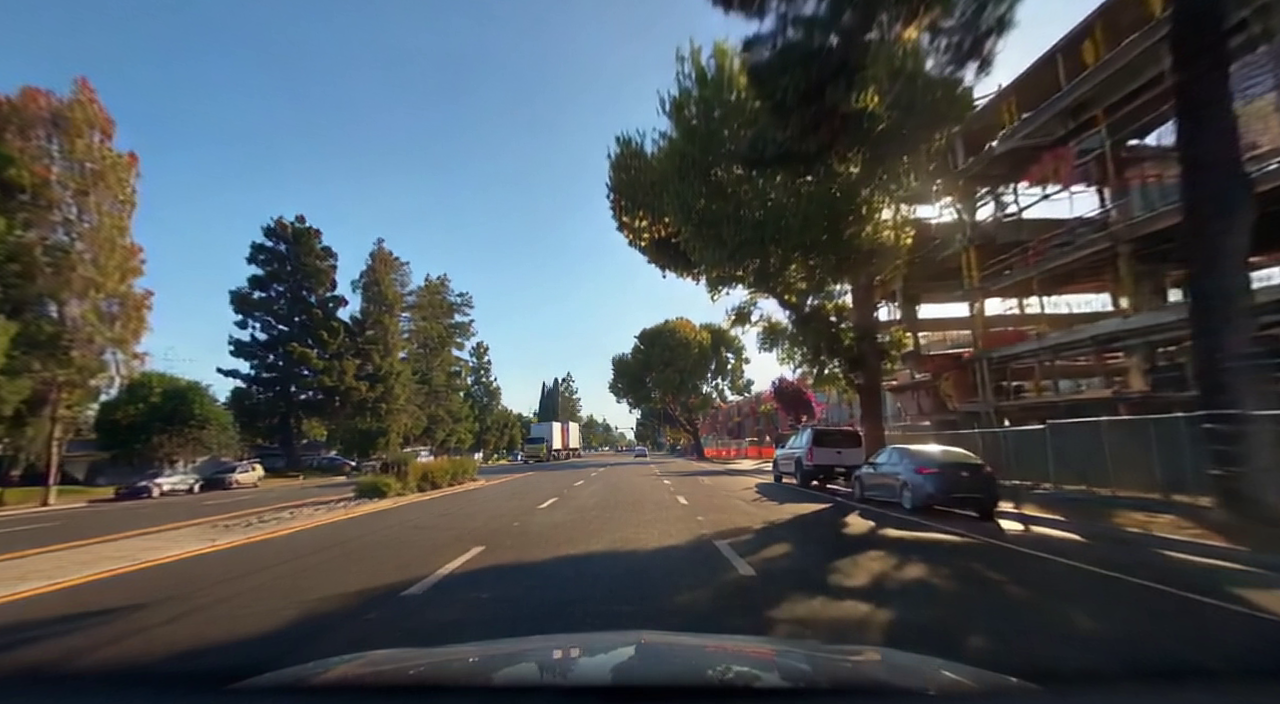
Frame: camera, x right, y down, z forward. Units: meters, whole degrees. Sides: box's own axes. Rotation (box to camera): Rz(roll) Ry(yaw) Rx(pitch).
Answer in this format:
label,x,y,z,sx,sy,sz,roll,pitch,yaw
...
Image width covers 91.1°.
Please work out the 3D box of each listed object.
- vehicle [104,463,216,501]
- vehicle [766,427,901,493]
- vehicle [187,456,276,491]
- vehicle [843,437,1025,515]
label,x,y,z,sx,sy,sz,roll,pitch,yaw
vehicle,-22.958,6.196,30.294,1.862,1.458,4.701,0,-8,-2
vehicle,6.310,3.640,21.677,2.513,1.890,6.666,0,-8,0
vehicle,-22.973,6.815,35.531,2.006,1.755,4.476,0,-8,-1
vehicle,6.416,2.727,14.424,1.860,1.467,4.576,0,-8,-2
